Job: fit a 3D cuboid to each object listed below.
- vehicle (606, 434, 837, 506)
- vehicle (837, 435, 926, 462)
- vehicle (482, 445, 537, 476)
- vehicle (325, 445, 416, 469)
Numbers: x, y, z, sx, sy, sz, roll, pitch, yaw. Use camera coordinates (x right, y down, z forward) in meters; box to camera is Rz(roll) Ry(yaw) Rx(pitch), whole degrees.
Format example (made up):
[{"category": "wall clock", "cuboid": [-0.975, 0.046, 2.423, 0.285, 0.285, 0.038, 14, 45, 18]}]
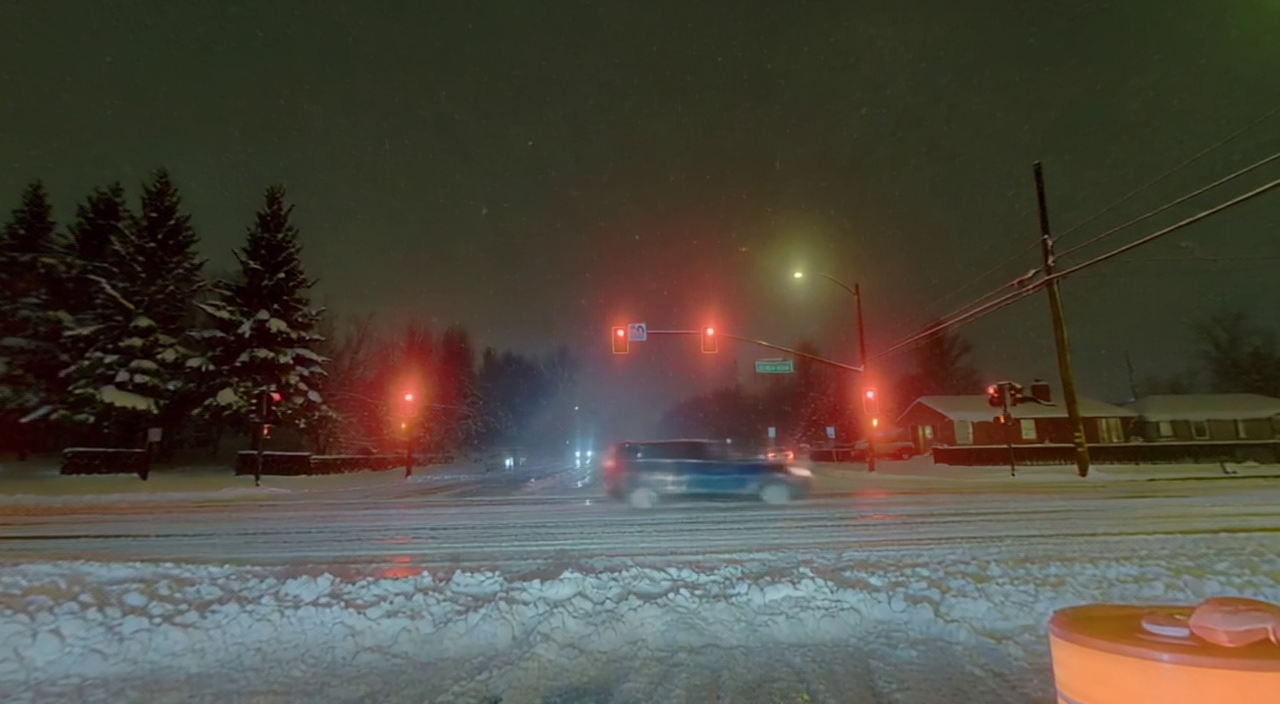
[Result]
[{"category": "vehicle", "cuboid": [1.707, 2.641, 14.404, 4.860, 1.483, 2.077, 0, -8, 0]}, {"category": "vehicle", "cuboid": [15.364, 6.176, 40.324, 4.892, 1.656, 1.856, 0, -8, 0]}, {"category": "vehicle", "cuboid": [-6.606, 5.526, 32.378, 1.881, 1.452, 4.121, 0, -8, 0]}, {"category": "vehicle", "cuboid": [-16.397, 6.381, 38.611, 4.713, 1.409, 1.918, 0, -8, -2]}]
